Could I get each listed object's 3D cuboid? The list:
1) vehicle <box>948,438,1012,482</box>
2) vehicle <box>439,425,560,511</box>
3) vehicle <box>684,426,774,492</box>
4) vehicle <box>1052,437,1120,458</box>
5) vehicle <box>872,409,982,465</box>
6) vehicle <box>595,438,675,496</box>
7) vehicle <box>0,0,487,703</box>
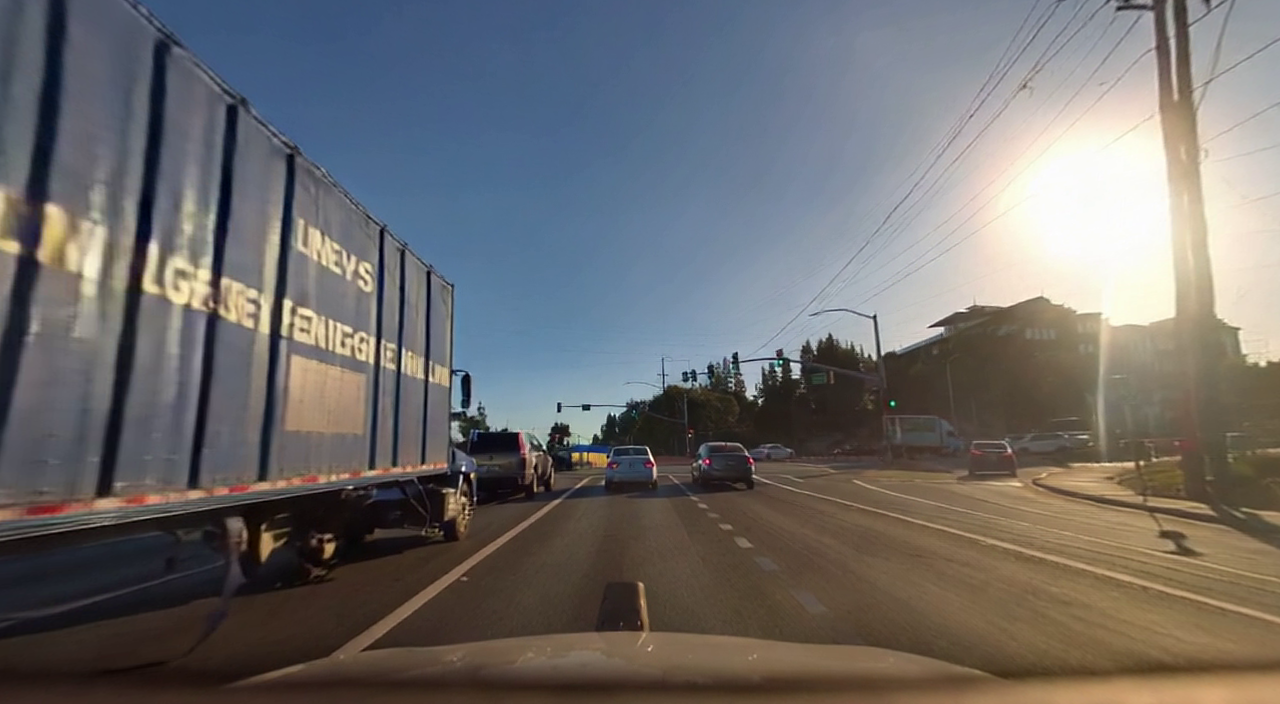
[{"bbox_3d":[14.429,4.552,26.940,2.102,1.662,4.533,-5,-10,27],"label":"vehicle"},{"bbox_3d":[-3.298,2.832,15.845,1.994,1.806,4.564,0,-9,0],"label":"vehicle"},{"bbox_3d":[2.697,3.404,20.341,2.086,1.849,4.607,0,-9,-2],"label":"vehicle"},{"bbox_3d":[35.021,7.479,49.545,5.208,1.624,1.927,4,-10,-25],"label":"vehicle"},{"bbox_3d":[19.135,5.674,42.101,6.670,3.450,2.666,3,-10,-24],"label":"vehicle"},{"bbox_3d":[-0.184,3.374,18.846,2.117,1.499,4.036,0,-9,-1],"label":"vehicle"},{"bbox_3d":[-3.402,0.293,4.072,2.889,3.347,8.285,0,-9,-1],"label":"vehicle"}]
